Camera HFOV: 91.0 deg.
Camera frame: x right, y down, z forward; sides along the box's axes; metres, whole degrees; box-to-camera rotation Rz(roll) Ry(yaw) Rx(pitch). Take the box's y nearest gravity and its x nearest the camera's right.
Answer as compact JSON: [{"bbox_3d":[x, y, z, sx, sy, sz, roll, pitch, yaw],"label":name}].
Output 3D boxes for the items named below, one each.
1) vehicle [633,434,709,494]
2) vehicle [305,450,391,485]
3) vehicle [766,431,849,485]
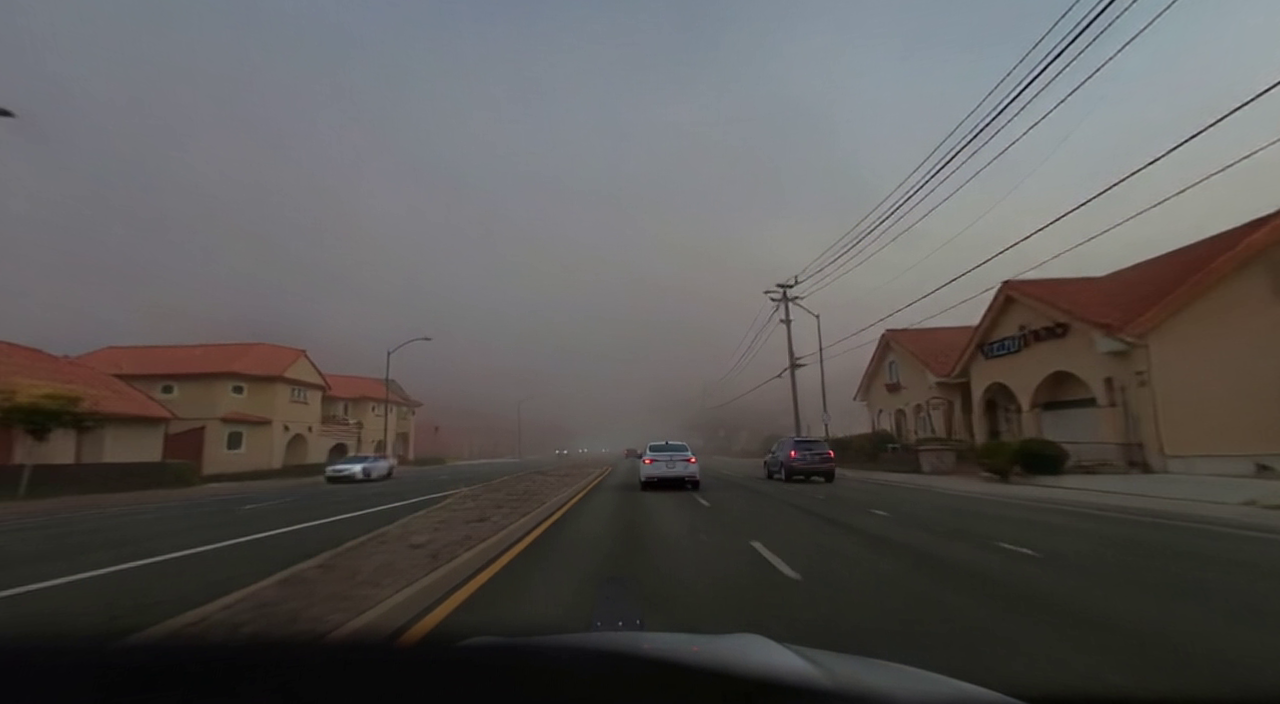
[{"bbox_3d":[0.859,3.541,20.177,2.138,1.702,4.168,0,-9,-1],"label":"vehicle"},{"bbox_3d":[-14.018,5.539,30.538,1.988,1.522,4.396,0,-9,1],"label":"vehicle"},{"bbox_3d":[6.409,4.102,24.635,2.061,1.889,4.268,0,-9,0],"label":"vehicle"}]
